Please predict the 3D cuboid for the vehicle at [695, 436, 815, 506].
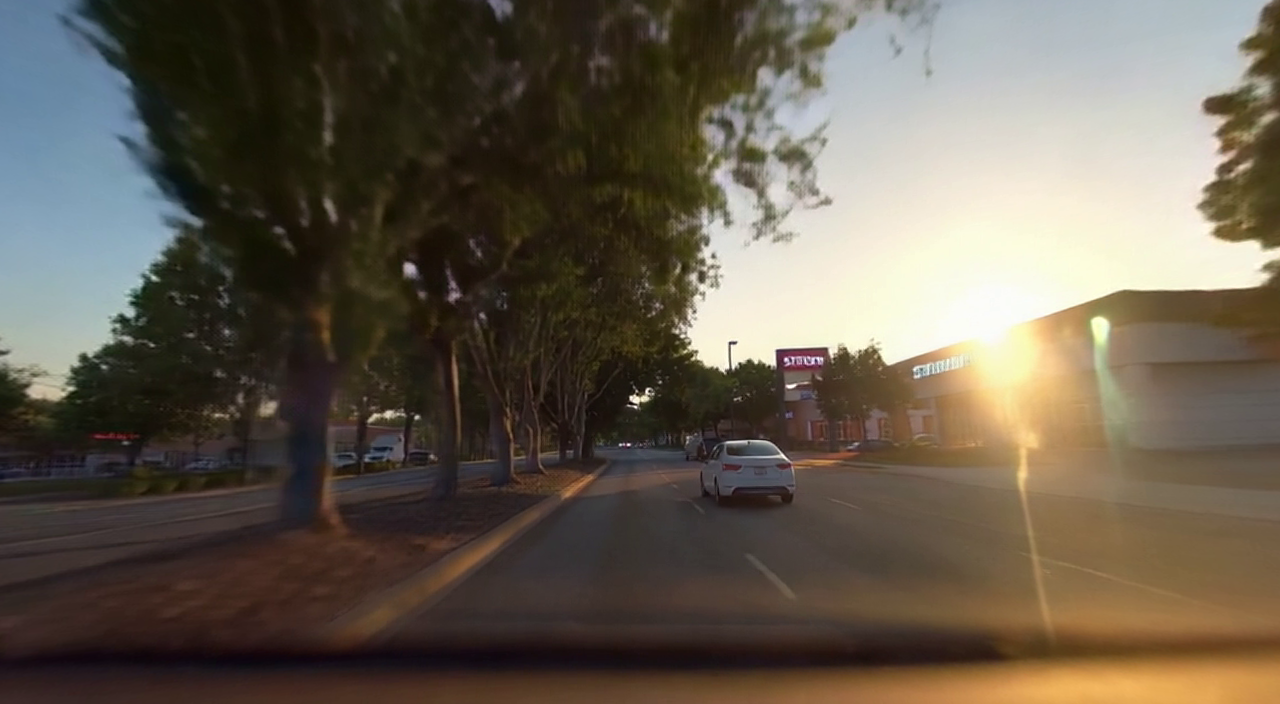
[{"bbox_3d":[2.637,2.867,15.644,2.015,1.479,4.444,0,-9,-2],"label":"vehicle"}]
